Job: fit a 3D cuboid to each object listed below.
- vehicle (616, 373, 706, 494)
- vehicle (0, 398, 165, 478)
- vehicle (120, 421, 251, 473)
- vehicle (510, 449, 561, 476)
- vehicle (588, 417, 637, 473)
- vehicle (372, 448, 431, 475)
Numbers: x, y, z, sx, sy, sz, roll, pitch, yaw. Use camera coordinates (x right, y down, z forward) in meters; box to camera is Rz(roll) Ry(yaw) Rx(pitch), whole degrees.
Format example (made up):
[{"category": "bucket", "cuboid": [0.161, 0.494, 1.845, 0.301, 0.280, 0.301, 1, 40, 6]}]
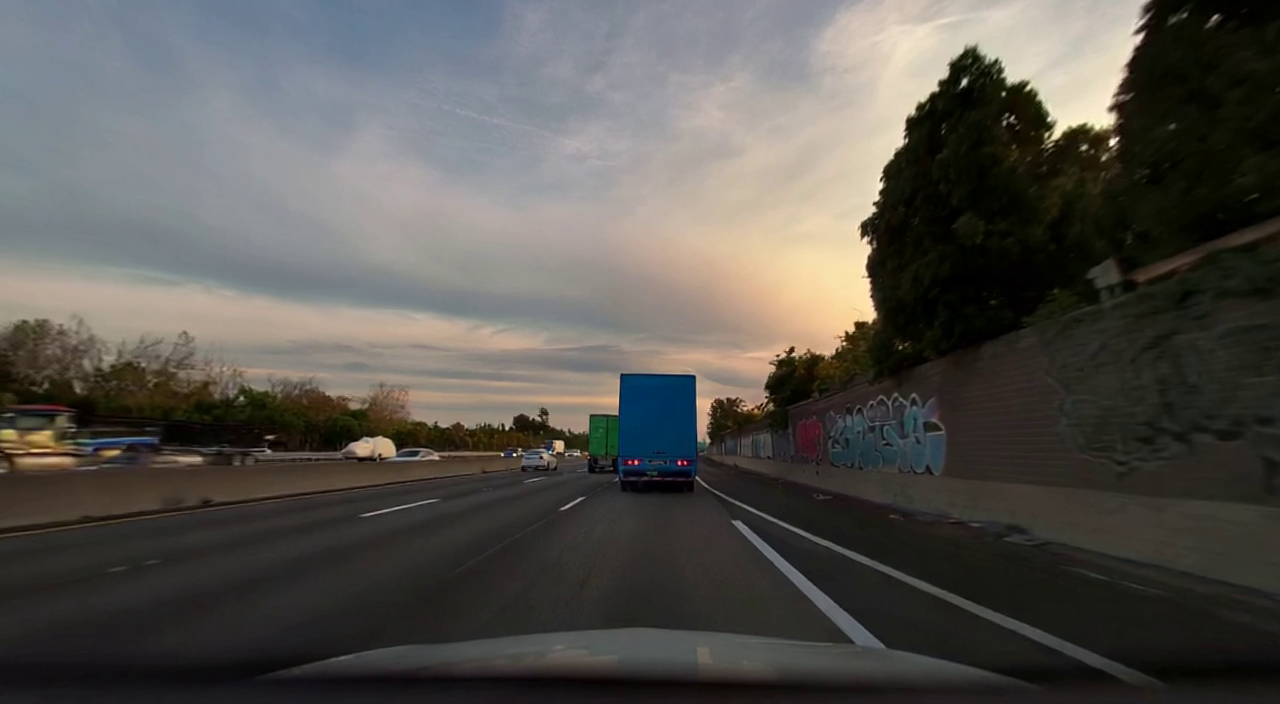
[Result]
[{"category": "vehicle", "cuboid": [1.009, 3.554, 26.723, 2.997, 4.069, 10.871, 0, -9, 3]}, {"category": "vehicle", "cuboid": [-25.214, 3.816, 27.810, 2.651, 3.031, 7.034, 0, -9, 3]}, {"category": "vehicle", "cuboid": [-24.519, 5.184, 34.379, 2.602, 2.581, 5.506, -1, -9, 6]}, {"category": "vehicle", "cuboid": [-6.159, 6.567, 37.785, 1.962, 1.471, 4.792, 0, -9, 4]}, {"category": "vehicle", "cuboid": [-1.885, 6.946, 46.968, 2.713, 3.704, 9.148, 0, -9, 3]}, {"category": "vehicle", "cuboid": [-14.724, 6.753, 39.101, 1.910, 1.554, 3.915, 0, -9, 3]}]
